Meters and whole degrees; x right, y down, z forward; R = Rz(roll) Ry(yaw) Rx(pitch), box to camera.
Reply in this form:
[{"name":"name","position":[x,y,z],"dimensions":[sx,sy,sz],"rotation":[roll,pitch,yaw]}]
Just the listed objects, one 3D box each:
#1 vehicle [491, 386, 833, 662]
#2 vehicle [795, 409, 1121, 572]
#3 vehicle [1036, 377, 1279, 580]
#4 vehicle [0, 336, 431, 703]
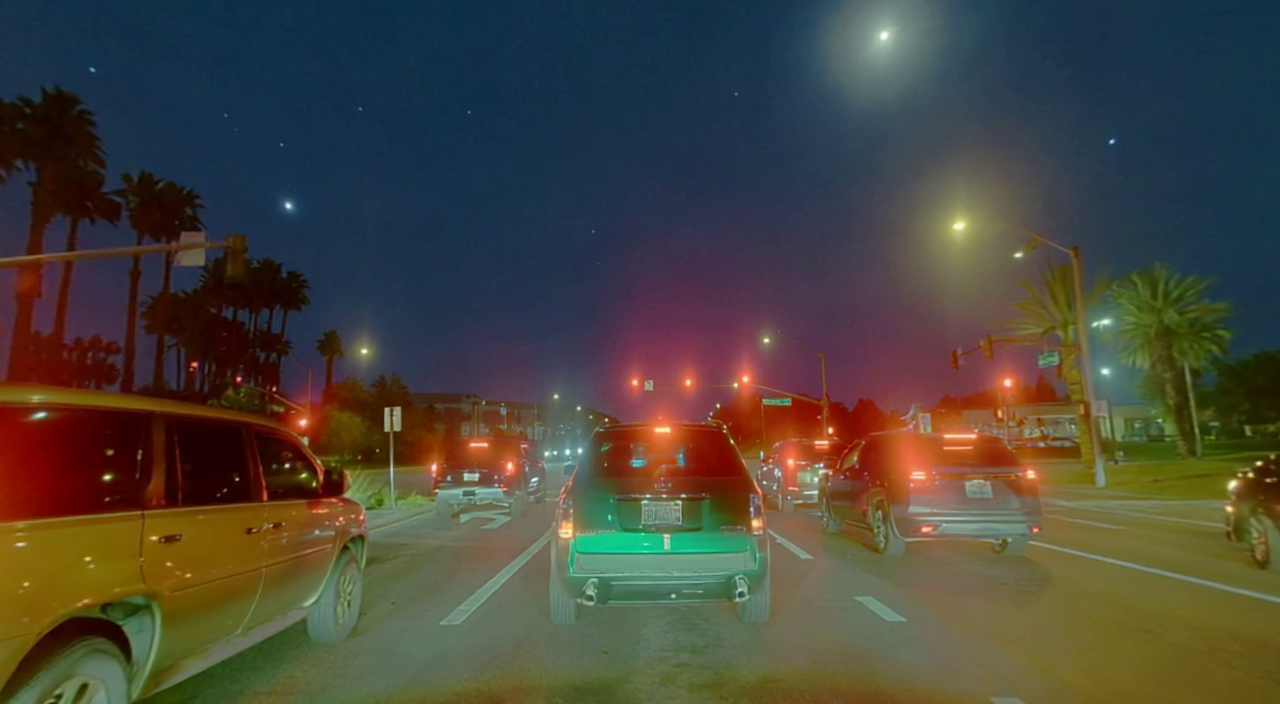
[{"name":"vehicle","position":[0.171,1.376,6.059],"dimensions":[2.123,1.704,4.128],"rotation":[0,-9,1]},{"name":"vehicle","position":[4.011,1.853,9.287],"dimensions":[2.072,1.704,5.170],"rotation":[0,-9,-1]},{"name":"vehicle","position":[7.336,1.339,6.851],"dimensions":[2.337,1.925,5.728],"rotation":[0,-8,1]},{"name":"vehicle","position":[-3.154,1.089,3.904],"dimensions":[2.171,1.702,4.416],"rotation":[0,-8,0]}]
